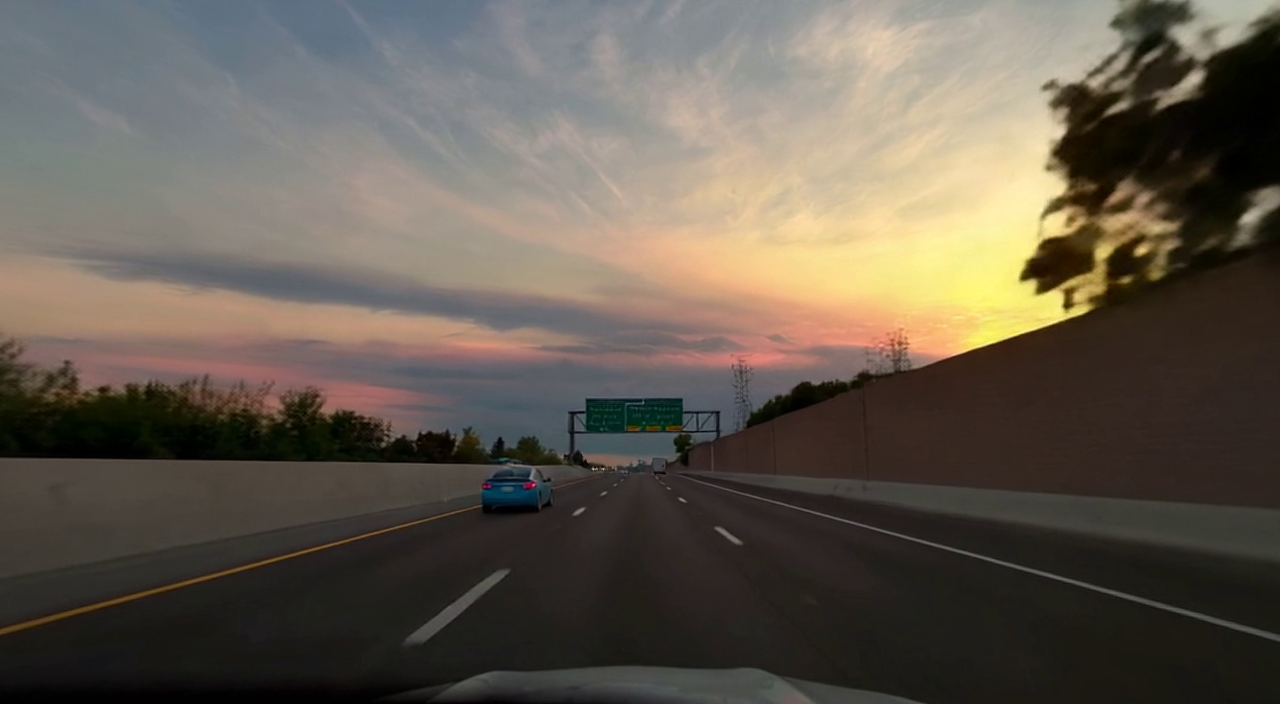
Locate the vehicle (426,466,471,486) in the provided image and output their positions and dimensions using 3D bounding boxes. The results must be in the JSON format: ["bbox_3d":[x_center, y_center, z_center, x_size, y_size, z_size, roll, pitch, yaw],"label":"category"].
[{"bbox_3d":[-13.945,9.077,46.152,1.848,1.321,4.499,1,-10,1],"label":"vehicle"}]

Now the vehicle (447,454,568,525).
[{"bbox_3d":[-3.126,3.406,15.969,2.045,1.487,4.582,1,-10,0],"label":"vehicle"}]
